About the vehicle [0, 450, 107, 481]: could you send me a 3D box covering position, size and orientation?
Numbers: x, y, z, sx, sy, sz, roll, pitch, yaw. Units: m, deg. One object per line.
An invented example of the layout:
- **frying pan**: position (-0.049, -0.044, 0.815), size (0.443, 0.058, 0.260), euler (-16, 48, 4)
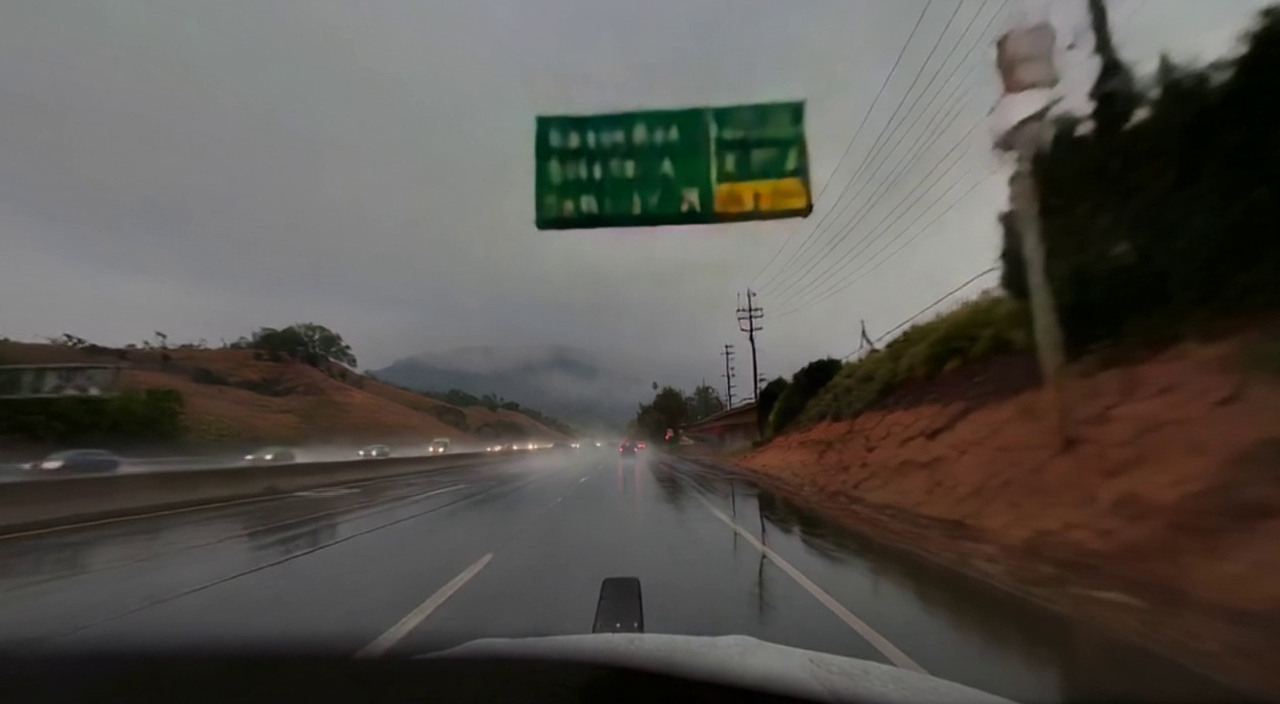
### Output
- **vehicle**: position (-36.688, 7.054, 39.734), size (2.000, 1.783, 4.966), euler (0, -9, -1)
